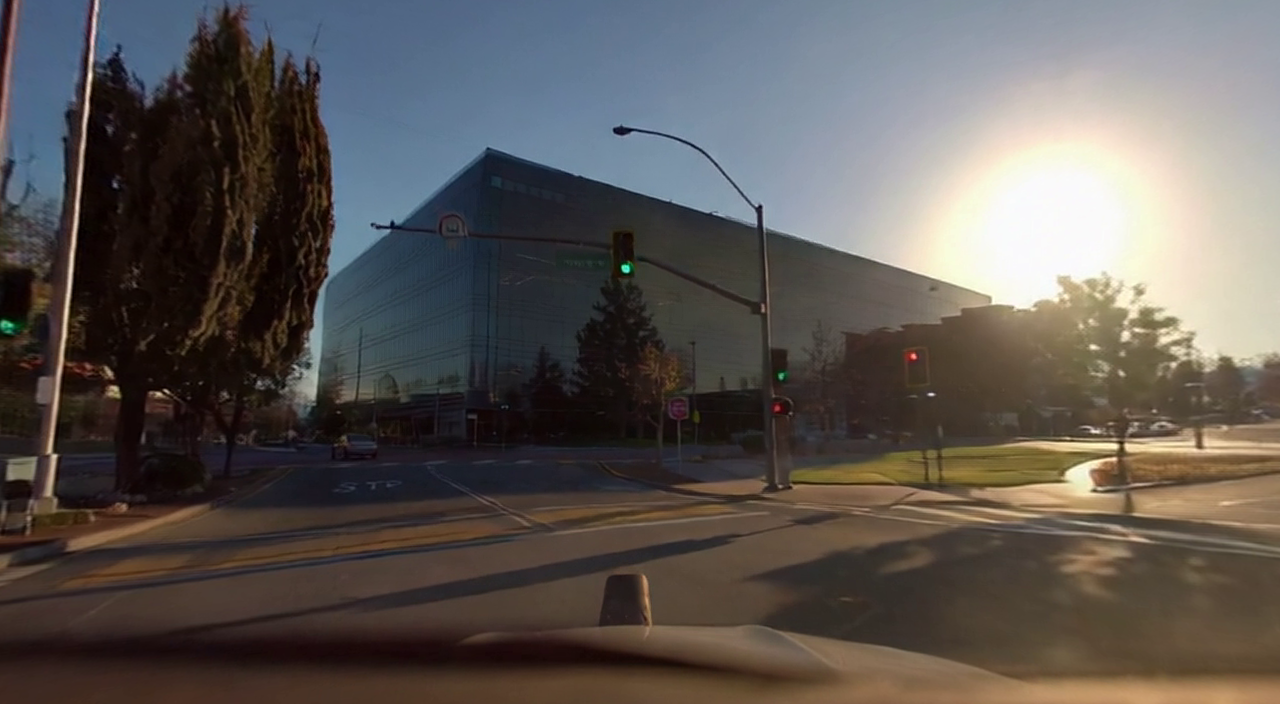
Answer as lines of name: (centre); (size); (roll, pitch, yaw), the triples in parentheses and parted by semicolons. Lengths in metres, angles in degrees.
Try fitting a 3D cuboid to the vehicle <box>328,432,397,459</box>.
vehicle: (-21.369, 7.198, 48.394); (5.570, 1.923, 2.336); (-6, -11, 37)
